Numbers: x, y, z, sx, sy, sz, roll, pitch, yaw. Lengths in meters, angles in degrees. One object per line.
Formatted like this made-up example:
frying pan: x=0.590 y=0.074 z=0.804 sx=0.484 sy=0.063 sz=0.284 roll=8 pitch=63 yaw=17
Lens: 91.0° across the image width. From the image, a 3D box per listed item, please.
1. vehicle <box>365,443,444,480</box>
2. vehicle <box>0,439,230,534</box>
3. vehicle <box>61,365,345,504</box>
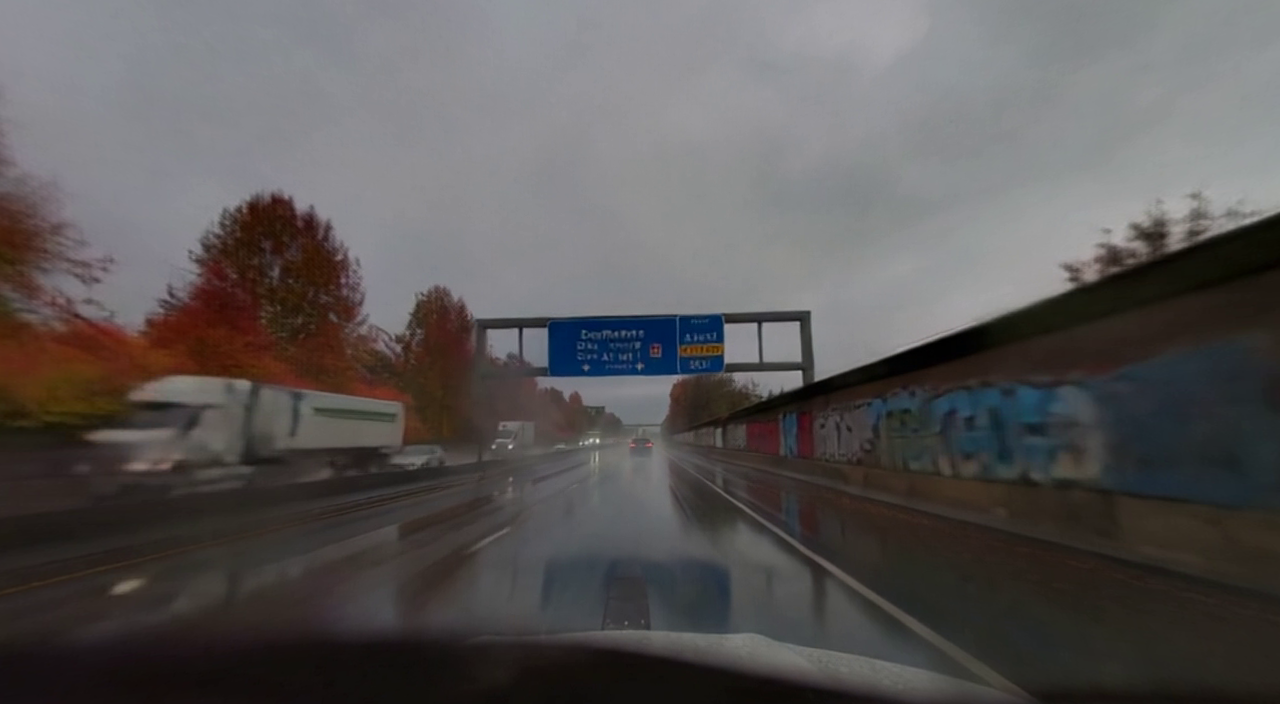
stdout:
vehicle: x=-10.717 y=4.976 z=28.963 sx=1.905 sy=1.561 sz=4.252 roll=0 pitch=-8 yaw=1
vehicle: x=-10.497 y=2.521 z=12.494 sx=1.884 sy=1.546 sz=4.094 roll=0 pitch=-8 yaw=1
vehicle: x=-14.715 y=3.023 z=22.850 sx=2.994 sy=3.947 sz=9.906 roll=0 pitch=-8 yaw=1
